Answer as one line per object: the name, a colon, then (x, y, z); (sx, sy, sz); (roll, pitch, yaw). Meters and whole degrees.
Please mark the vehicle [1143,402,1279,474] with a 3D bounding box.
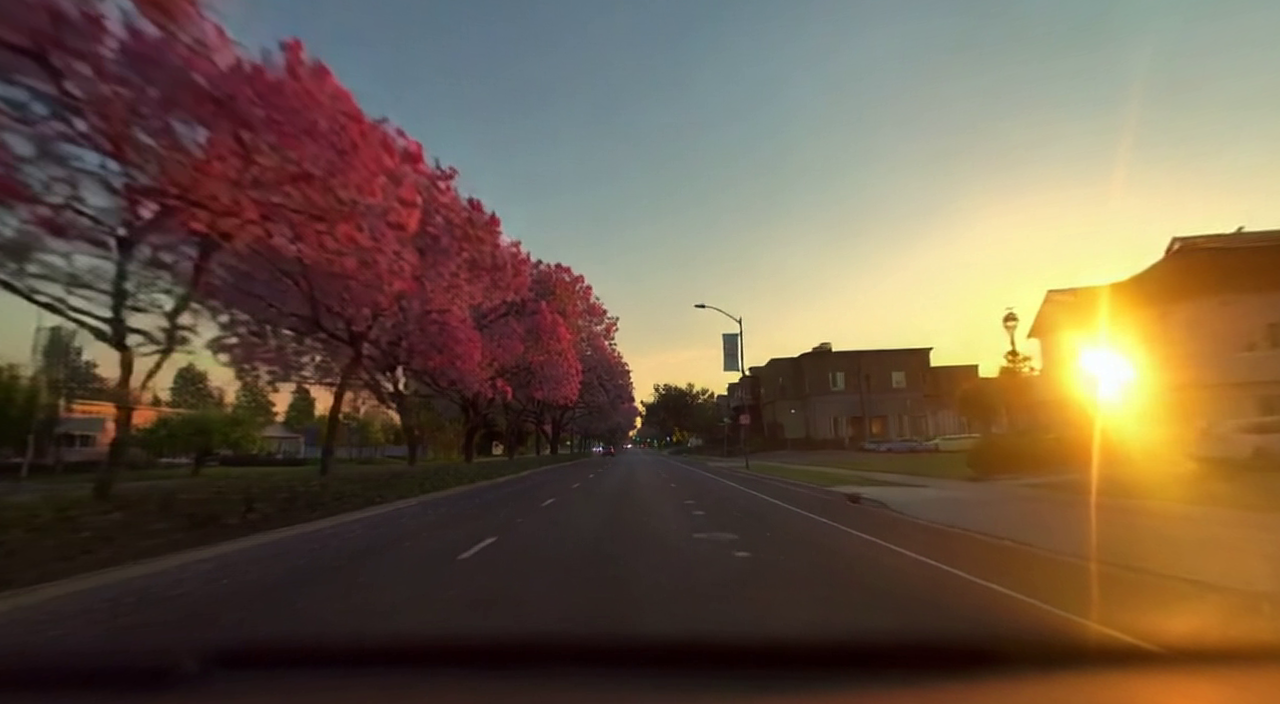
vehicle: (15.195, 2.032, 14.902); (4.877, 1.592, 1.913); (0, -8, 2)
